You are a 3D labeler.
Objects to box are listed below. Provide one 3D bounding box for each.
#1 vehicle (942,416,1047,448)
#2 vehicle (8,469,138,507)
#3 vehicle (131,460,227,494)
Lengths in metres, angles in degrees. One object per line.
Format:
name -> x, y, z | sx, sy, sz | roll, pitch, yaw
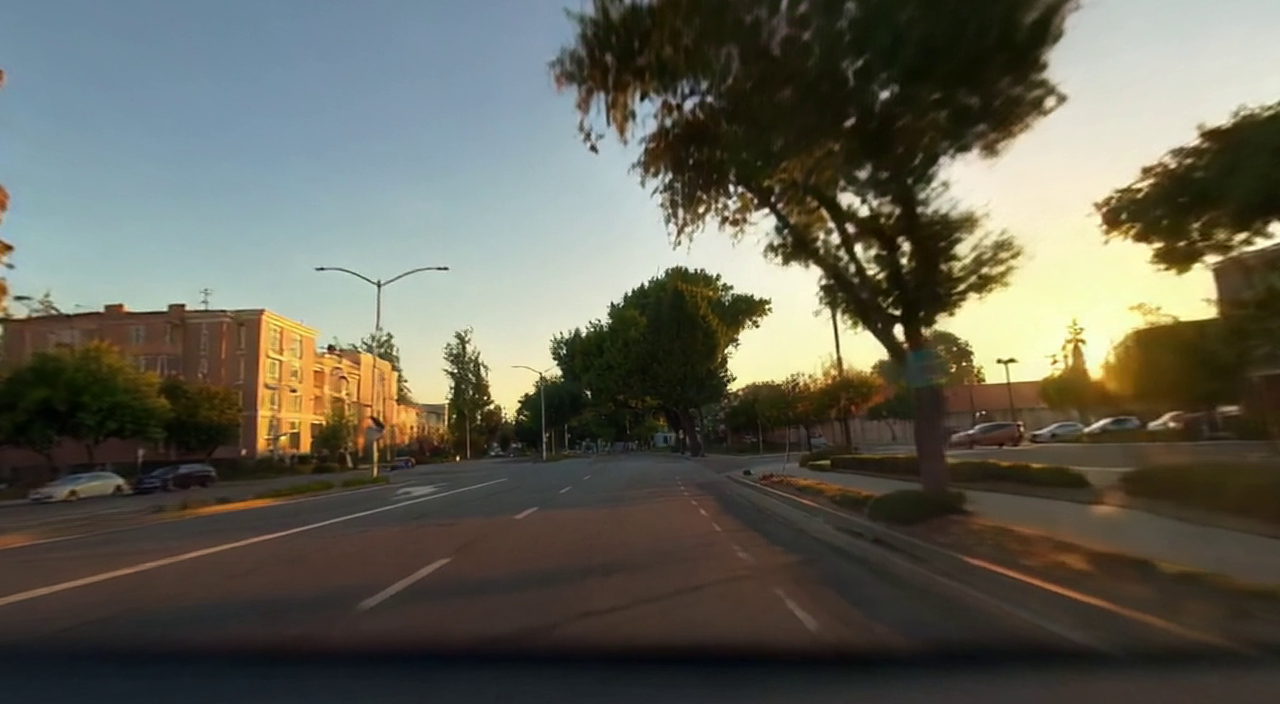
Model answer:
vehicle -> 22.332, 5.064, 39.984 | 5.135, 1.964, 2.402 | 0, -7, 1
vehicle -> -26.920, 6.436, 30.248 | 1.916, 1.456, 4.597 | 0, -8, 1
vehicle -> -26.470, 7.162, 36.495 | 1.931, 1.673, 4.623 | -1, -8, 2
